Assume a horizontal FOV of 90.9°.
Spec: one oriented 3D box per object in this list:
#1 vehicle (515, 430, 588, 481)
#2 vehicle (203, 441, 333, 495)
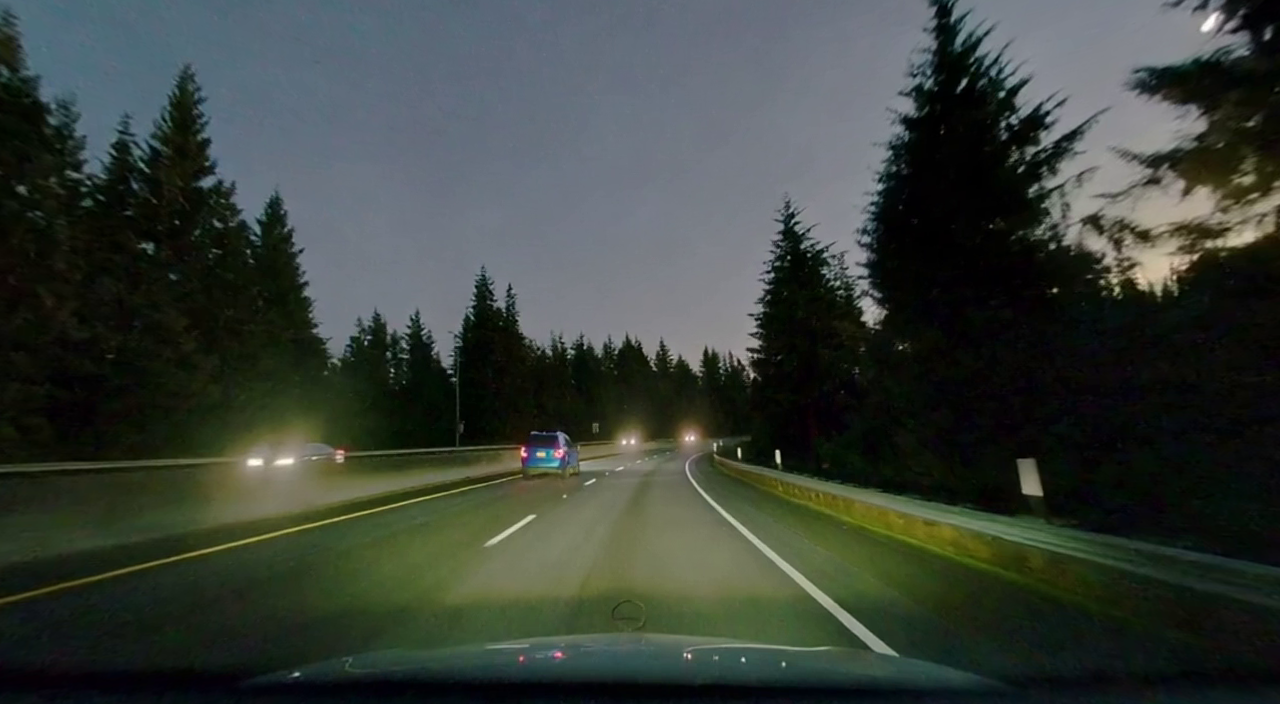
[{"bbox_3d":[-3.281,3.952,24.316,2.005,1.752,4.479,-1,-8,2],"label":"vehicle"},{"bbox_3d":[-13.053,4.062,22.488,1.954,1.700,4.211,-1,-8,2],"label":"vehicle"}]
